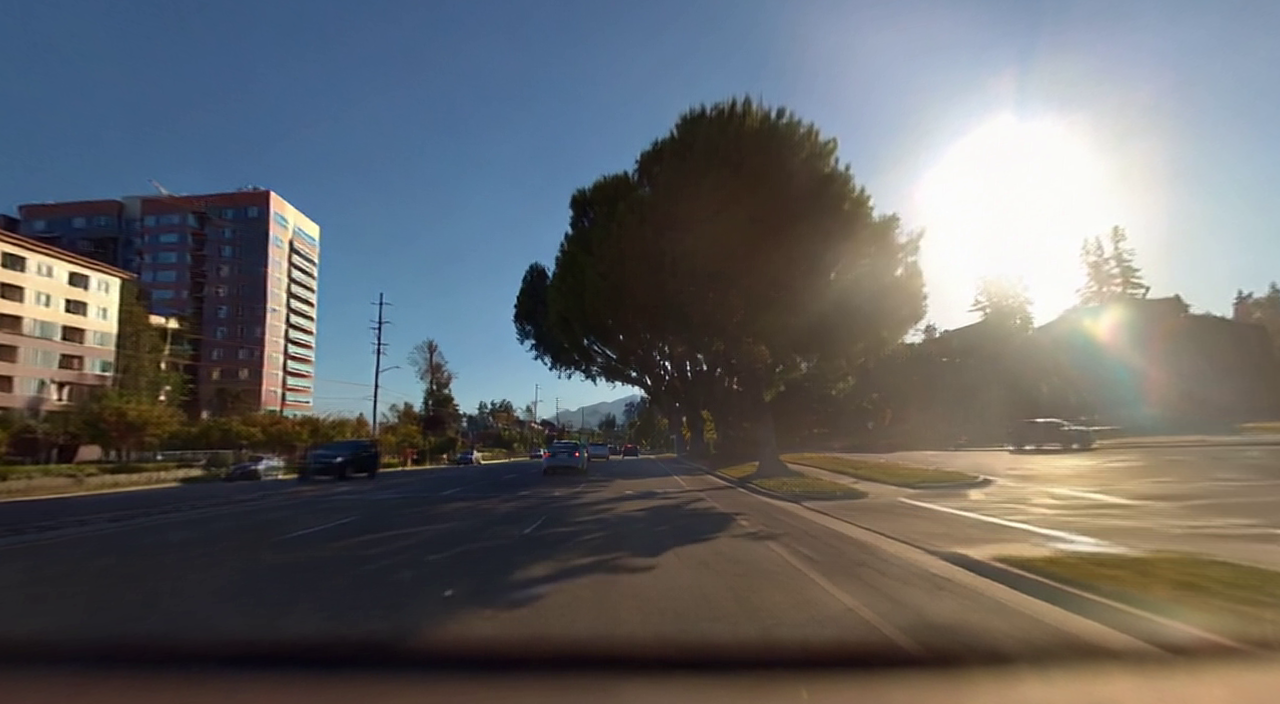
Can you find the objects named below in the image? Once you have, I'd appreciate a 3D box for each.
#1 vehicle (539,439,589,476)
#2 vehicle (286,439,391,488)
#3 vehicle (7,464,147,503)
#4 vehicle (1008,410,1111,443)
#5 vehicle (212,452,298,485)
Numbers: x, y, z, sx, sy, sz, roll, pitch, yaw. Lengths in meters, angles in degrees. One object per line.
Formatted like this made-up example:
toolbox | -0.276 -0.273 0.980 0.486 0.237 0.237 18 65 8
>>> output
vehicle | -3.803 5.359 32.253 1.959 1.741 4.141 -1 -8 1
vehicle | -12.226 4.527 26.050 2.071 1.817 4.634 0 -8 -1
vehicle | -26.304 6.116 29.685 1.812 1.507 4.428 -5 -10 30
vehicle | 25.098 4.566 38.148 2.195 1.814 5.872 -1 -8 0
vehicle | -23.163 7.008 38.265 2.059 1.783 4.824 -1 -8 1
